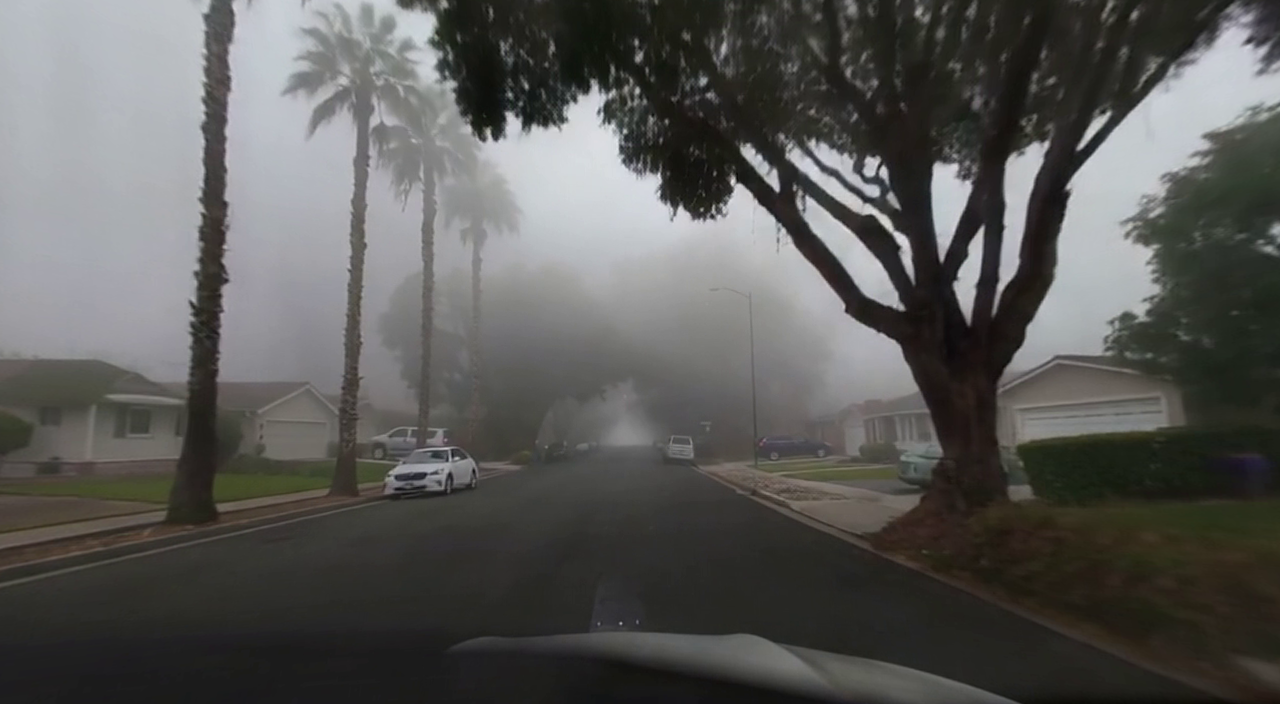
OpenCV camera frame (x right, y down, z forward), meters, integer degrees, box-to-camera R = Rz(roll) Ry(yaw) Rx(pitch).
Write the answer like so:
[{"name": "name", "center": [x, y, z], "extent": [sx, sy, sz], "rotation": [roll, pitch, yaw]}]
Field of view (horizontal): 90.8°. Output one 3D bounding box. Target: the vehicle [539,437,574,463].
[{"name": "vehicle", "center": [-6.127, 7.222, 46.862], "extent": [2.147, 1.823, 4.725], "rotation": [0, -7, -3]}]

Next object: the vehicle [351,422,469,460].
[{"name": "vehicle", "center": [-12.165, 4.769, 33.786], "extent": [5.340, 1.948, 2.398], "rotation": [0, -9, -1]}]

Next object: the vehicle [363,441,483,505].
[{"name": "vehicle", "center": [-5.899, 3.295, 17.807], "extent": [1.949, 1.511, 4.466], "rotation": [0, -8, -2]}]

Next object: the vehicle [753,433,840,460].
[{"name": "vehicle", "center": [9.099, 5.554, 36.982], "extent": [4.643, 1.520, 1.826], "rotation": [0, -8, 1]}]

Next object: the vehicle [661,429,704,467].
[{"name": "vehicle", "center": [2.468, 5.775, 38.040], "extent": [2.184, 2.038, 6.212], "rotation": [0, -8, 0]}]
